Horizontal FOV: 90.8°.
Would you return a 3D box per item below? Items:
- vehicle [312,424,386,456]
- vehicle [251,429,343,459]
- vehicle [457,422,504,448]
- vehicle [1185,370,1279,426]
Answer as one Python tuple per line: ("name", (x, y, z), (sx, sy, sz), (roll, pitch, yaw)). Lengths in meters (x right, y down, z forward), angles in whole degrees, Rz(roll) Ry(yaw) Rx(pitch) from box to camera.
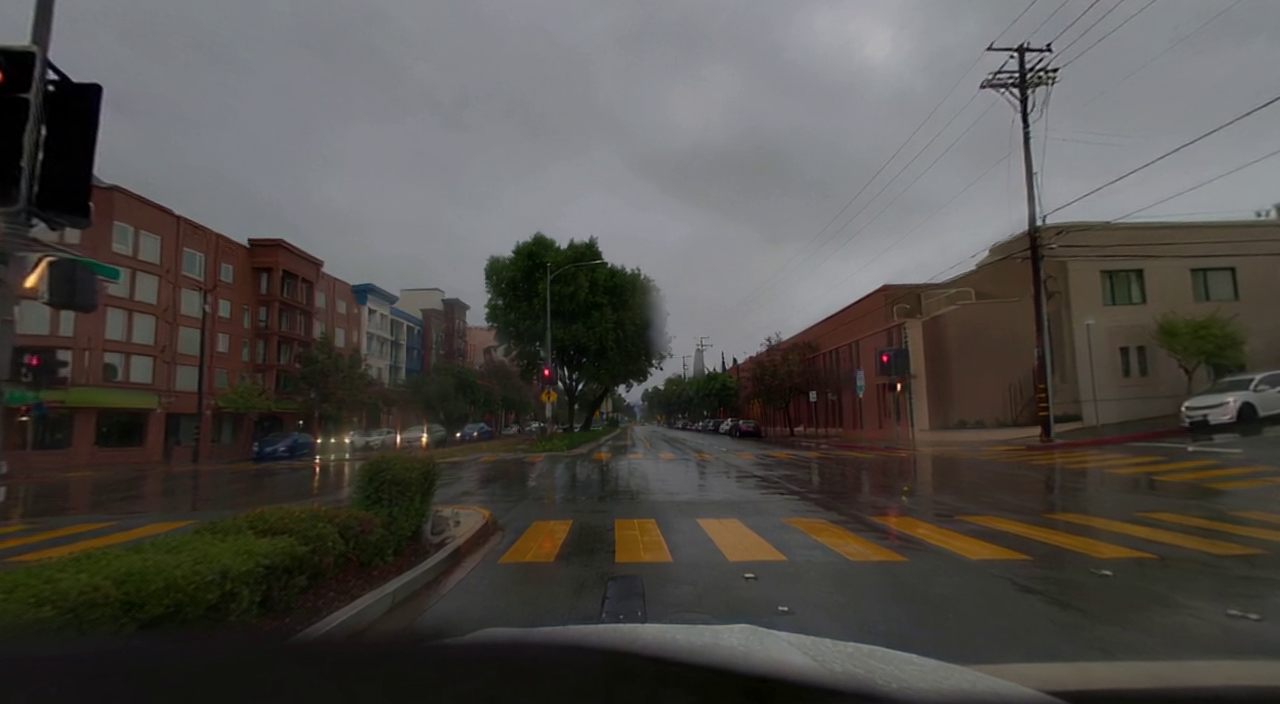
("vehicle", (-18.262, 5.596, 39.955), (2.225, 1.871, 5.189), (0, -9, 0))
("vehicle", (-18.060, 4.907, 33.623), (1.939, 1.430, 5.533), (0, -9, -2))
("vehicle", (-11.644, 6.125, 46.416), (2.118, 1.809, 4.591), (0, -8, 2))
("vehicle", (22.361, 1.566, 22.343), (4.531, 1.753, 1.964), (-2, -2, -5))
